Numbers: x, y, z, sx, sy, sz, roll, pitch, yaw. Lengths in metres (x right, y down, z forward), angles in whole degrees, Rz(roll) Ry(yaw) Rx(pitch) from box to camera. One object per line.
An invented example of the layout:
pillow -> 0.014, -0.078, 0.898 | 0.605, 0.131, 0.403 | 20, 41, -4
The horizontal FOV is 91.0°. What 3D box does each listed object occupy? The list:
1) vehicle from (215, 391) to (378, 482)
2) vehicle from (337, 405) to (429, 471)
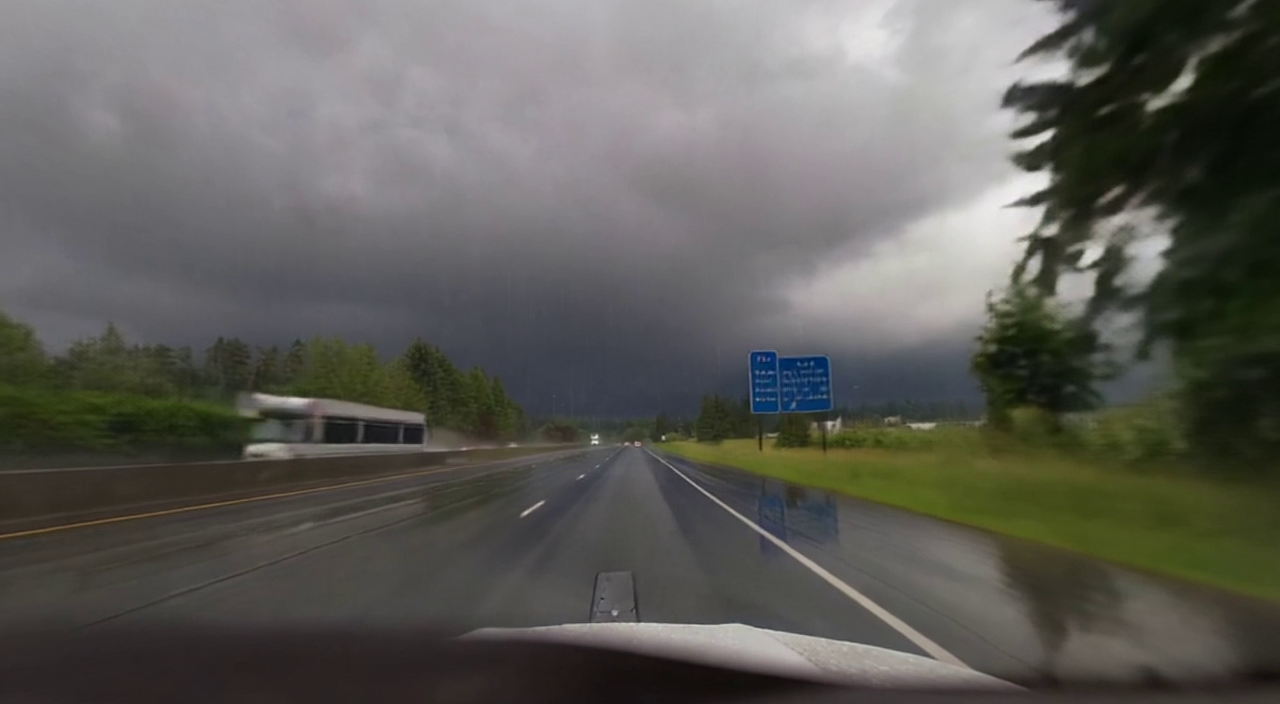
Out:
vehicle -> -17.308, 4.459, 32.933 | 2.916, 3.960, 9.964 | 0, -8, 0
vehicle -> -17.461, 5.955, 43.504 | 3.011, 4.097, 8.046 | 0, -8, -1
